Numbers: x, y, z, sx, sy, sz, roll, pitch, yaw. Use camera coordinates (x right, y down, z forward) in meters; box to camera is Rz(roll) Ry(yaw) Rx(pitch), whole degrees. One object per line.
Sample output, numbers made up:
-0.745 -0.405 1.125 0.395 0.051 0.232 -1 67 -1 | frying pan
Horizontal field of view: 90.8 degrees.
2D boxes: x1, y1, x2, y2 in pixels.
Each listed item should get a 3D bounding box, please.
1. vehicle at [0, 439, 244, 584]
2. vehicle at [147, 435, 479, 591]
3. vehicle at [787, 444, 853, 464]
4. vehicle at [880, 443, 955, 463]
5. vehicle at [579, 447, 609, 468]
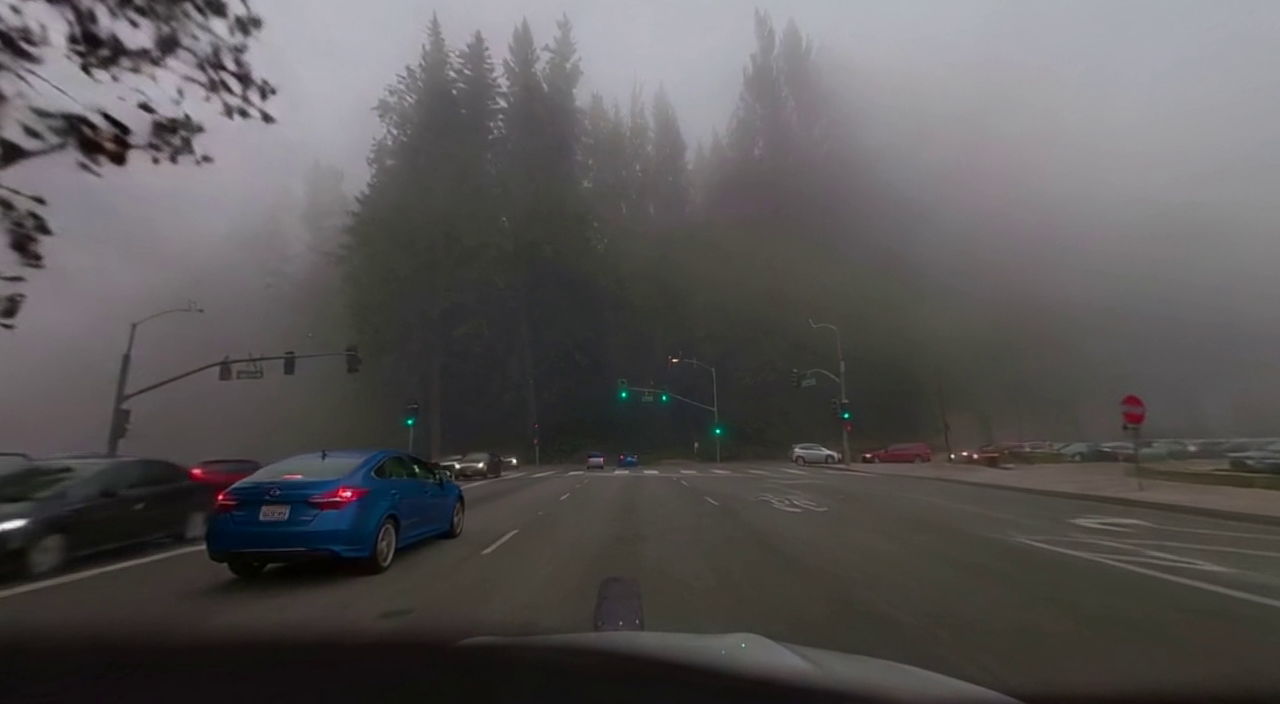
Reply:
-7.437 1.854 7.977 1.920 1.456 4.534 0 -9 0 | vehicle
-3.584 1.822 8.079 1.905 1.418 4.396 0 -9 0 | vehicle
14.064 7.996 49.554 4.568 1.470 1.854 0 -9 -1 | vehicle
21.849 7.961 49.884 4.978 1.543 1.933 0 -9 -1 | vehicle
-3.552 8.280 49.778 2.103 1.592 4.160 0 -9 0 | vehicle
